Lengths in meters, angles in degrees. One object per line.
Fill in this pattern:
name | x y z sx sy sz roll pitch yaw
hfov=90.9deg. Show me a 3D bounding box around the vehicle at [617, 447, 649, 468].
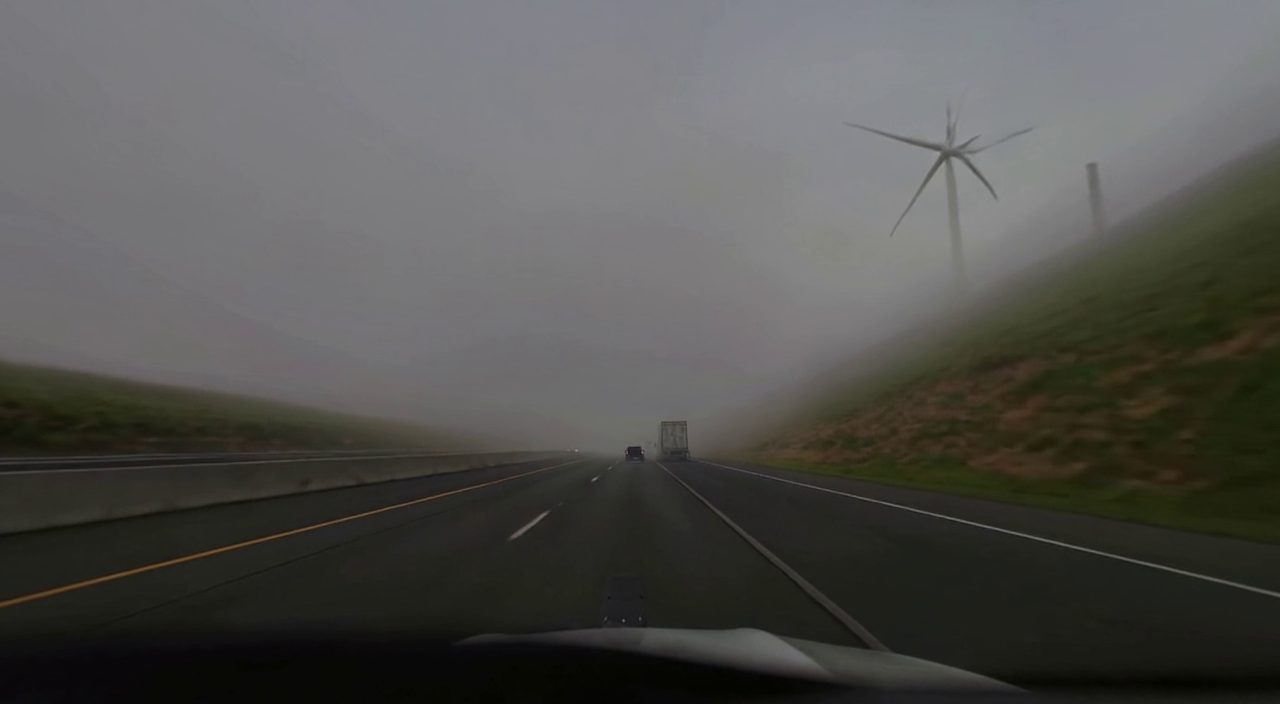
vehicle | -0.498 7.587 45.494 2.209 1.453 3.695 0 -9 -1
